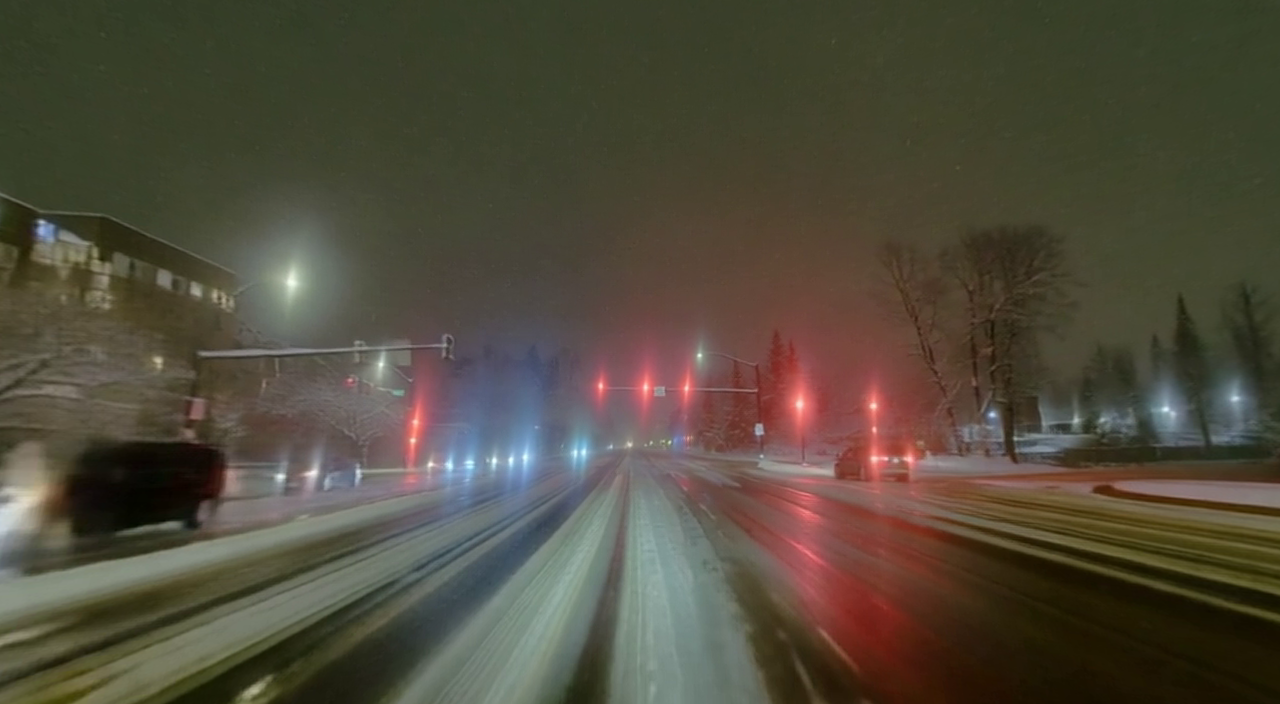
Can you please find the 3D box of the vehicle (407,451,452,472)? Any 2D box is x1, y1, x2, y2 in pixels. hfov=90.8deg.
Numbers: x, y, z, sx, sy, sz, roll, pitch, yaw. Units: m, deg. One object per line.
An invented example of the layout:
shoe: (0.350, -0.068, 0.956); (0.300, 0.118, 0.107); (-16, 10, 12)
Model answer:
vehicle: (-15.948, 8.294, 48.119); (1.950, 1.511, 4.267); (0, -9, 0)

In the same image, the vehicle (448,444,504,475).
vehicle: (-9.283, 6.119, 36.142); (2.010, 1.682, 4.346); (0, -9, 0)

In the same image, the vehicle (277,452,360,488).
vehicle: (-15.785, 5.784, 31.294); (1.892, 1.631, 4.226); (0, -9, 0)

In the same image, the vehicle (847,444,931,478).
vehicle: (11.610, 5.116, 29.885); (1.955, 1.455, 4.727); (0, -9, -1)

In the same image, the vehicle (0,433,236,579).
vehicle: (-8.603, 2.142, 9.561); (2.035, 1.711, 4.463); (0, -9, -1)
